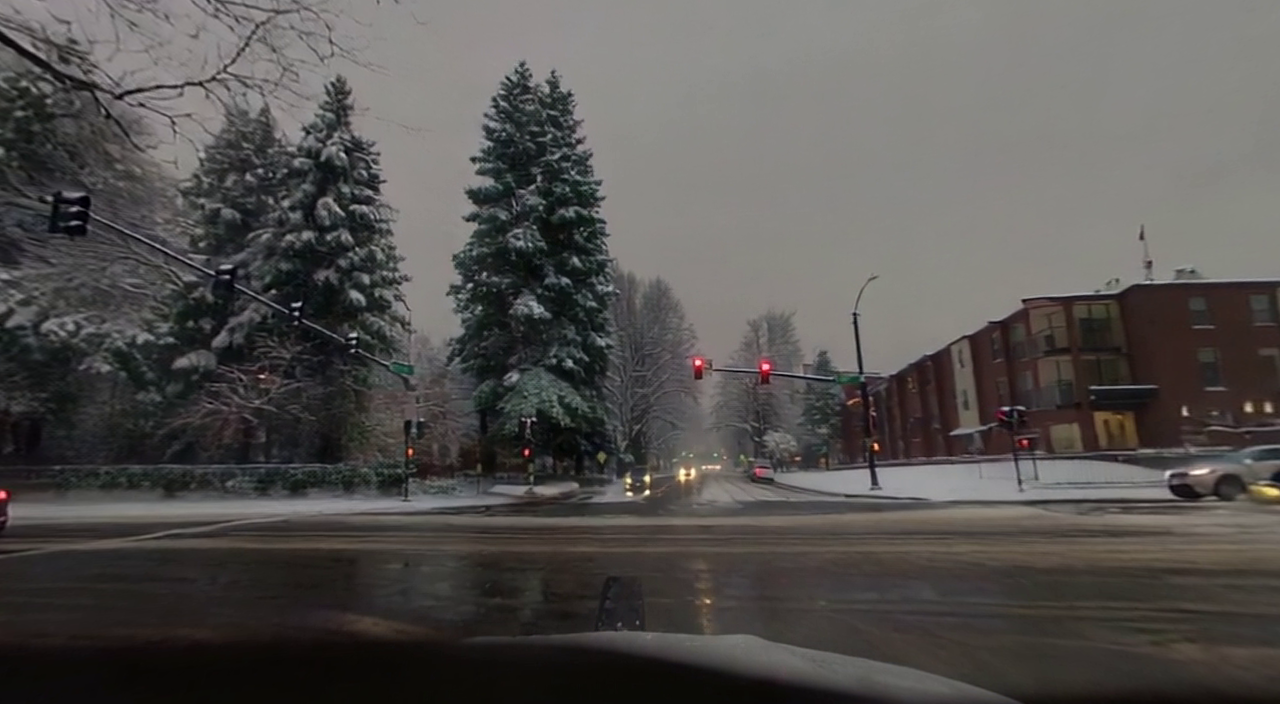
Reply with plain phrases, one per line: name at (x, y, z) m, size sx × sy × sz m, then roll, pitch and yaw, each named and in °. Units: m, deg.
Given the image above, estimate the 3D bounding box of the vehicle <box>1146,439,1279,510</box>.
vehicle at (18.687, 3.537, 18.573) m, size 5.220 × 1.897 × 2.596 m, roll -1°, pitch -8°, yaw 7°
